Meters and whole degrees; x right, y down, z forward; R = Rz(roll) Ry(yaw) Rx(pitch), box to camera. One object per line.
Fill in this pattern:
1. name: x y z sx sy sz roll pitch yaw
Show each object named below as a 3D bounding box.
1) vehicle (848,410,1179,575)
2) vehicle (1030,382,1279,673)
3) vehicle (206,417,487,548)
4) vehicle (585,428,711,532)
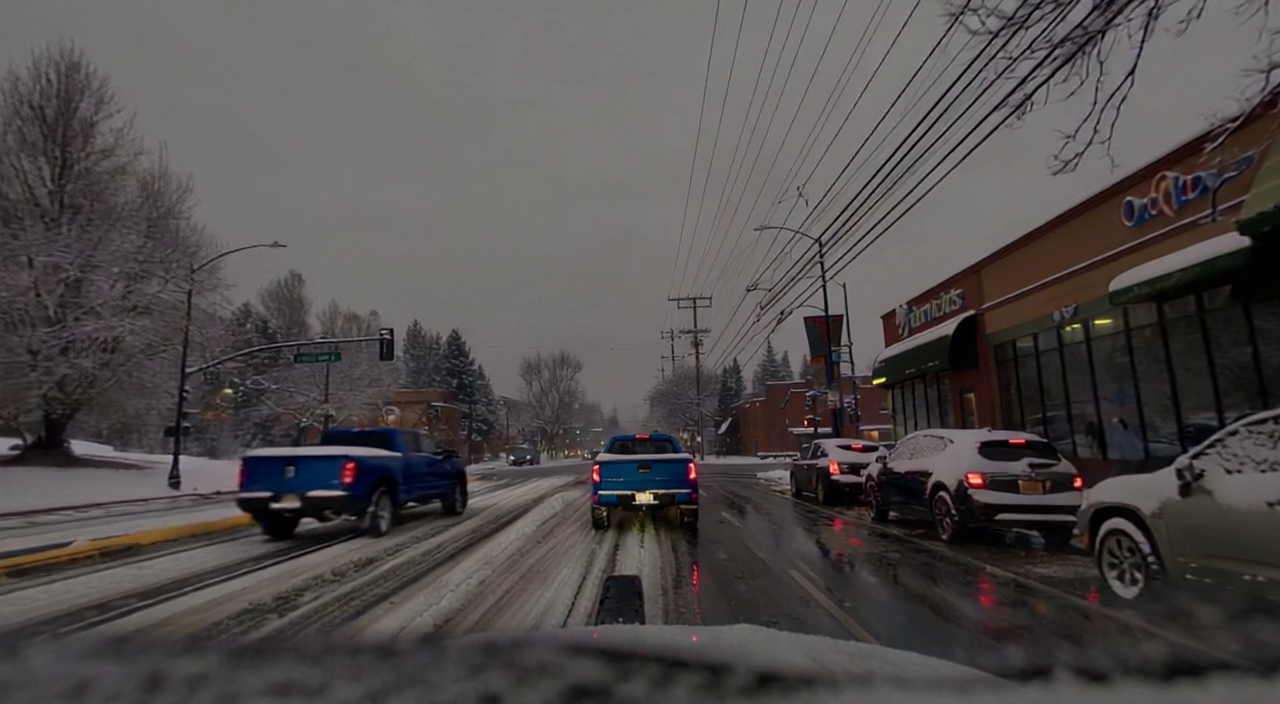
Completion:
1. vehicle: 4.930 1.912 9.431 2.007 1.786 4.870 0 -9 1
2. vehicle: 4.911 1.085 3.922 2.014 1.755 4.520 0 -9 0
3. vehicle: -4.705 2.181 11.293 2.140 1.768 5.092 -1 -9 6
4. vehicle: 0.165 2.479 12.822 2.089 1.699 4.650 0 -9 1
